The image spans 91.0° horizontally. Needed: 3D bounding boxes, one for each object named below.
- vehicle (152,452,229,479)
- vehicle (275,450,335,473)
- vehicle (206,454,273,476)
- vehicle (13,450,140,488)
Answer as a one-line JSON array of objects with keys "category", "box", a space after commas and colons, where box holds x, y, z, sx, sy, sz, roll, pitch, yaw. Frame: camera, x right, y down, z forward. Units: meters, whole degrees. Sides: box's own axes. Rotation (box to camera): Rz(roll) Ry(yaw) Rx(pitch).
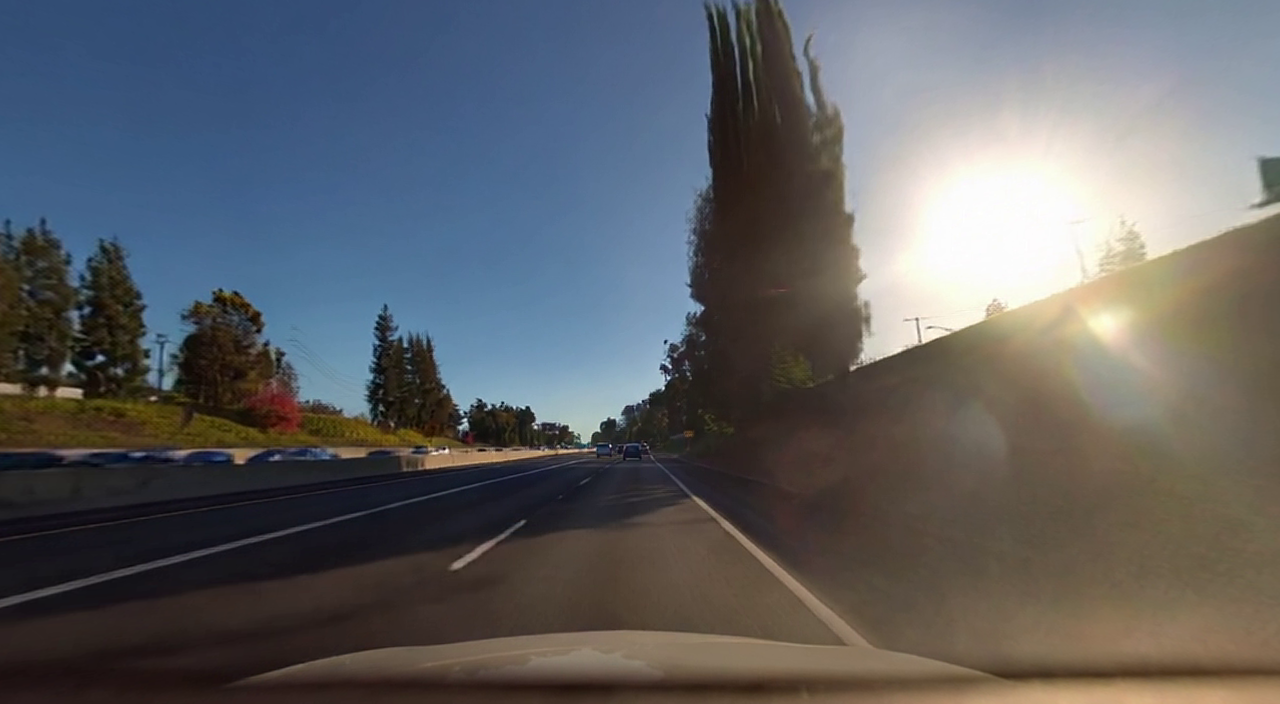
[{"category": "vehicle", "box": [-33.718, 8.501, 47.433, 2.018, 1.811, 4.943, 0, -9, 1]}, {"category": "vehicle", "box": [-25.697, 8.358, 48.496, 1.995, 1.653, 4.667, 0, -9, 0]}, {"category": "vehicle", "box": [-29.600, 8.339, 46.709, 1.862, 1.517, 4.693, 0, -9, 0]}, {"category": "vehicle", "box": [-29.679, 6.154, 33.450, 2.146, 1.840, 4.934, 0, -9, 0]}]
